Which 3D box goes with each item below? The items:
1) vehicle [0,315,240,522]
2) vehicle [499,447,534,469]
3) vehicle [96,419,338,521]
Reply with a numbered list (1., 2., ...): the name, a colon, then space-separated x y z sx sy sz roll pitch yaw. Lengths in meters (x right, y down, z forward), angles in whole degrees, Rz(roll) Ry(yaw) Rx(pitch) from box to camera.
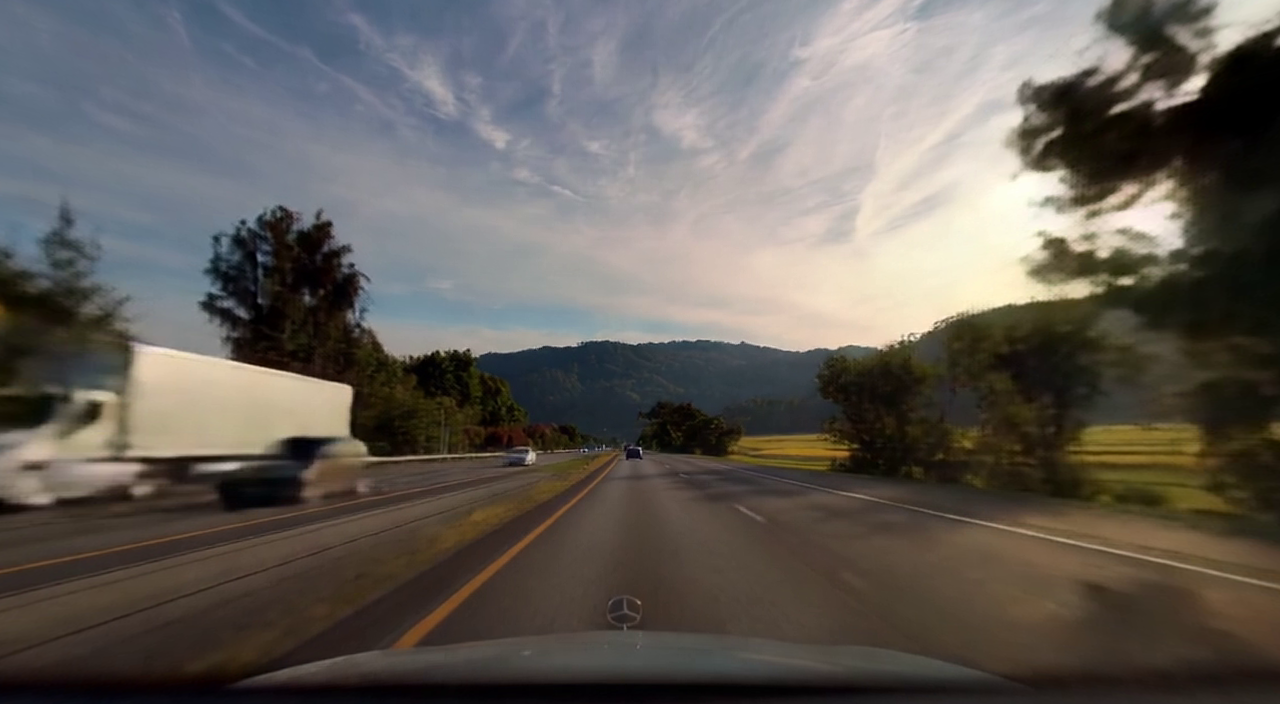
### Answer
1. vehicle: -12.776 1.659 14.623 3.023 3.837 5.876 0 -9 -1
2. vehicle: -8.531 7.343 43.749 1.739 1.432 3.639 0 -9 -1
3. vehicle: -8.371 2.379 13.117 2.060 1.750 4.253 0 -9 0
